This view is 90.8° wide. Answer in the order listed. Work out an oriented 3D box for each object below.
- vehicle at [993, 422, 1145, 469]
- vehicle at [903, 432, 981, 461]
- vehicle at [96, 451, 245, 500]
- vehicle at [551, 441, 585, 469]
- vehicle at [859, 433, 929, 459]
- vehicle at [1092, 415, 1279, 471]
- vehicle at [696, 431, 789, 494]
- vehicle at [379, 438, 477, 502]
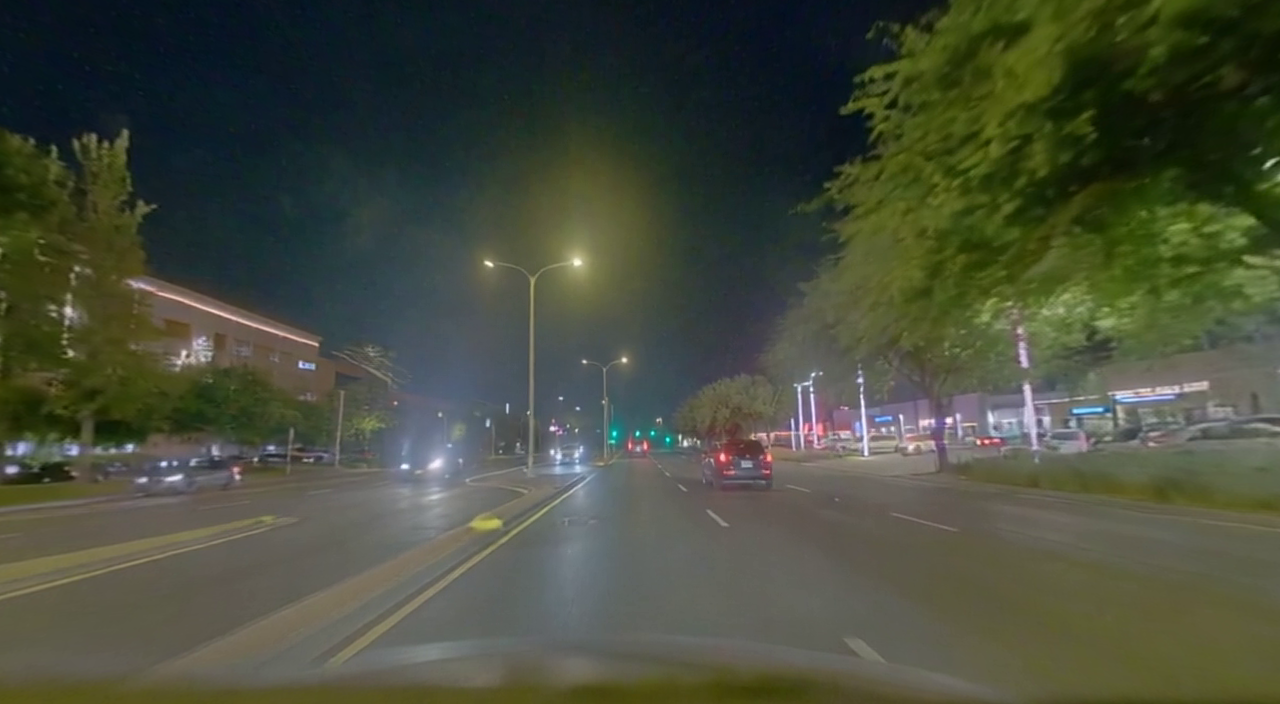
[{"bbox_3d":[16.981,3.749,25.429,2.280,1.699,5.098,0,-8,-4],"label":"vehicle"},{"bbox_3d":[18.727,5.835,39.124,4.524,1.653,2.109,5,-10,-30],"label":"vehicle"},{"bbox_3d":[-17.022,4.443,23.269,1.947,1.504,4.672,-1,-8,0],"label":"vehicle"},{"bbox_3d":[-4.375,6.189,37.940,1.905,1.471,4.302,-1,-9,-8],"label":"vehicle"},{"bbox_3d":[18.023,6.664,44.817,4.446,1.692,2.184,4,-9,-28],"label":"vehicle"},{"bbox_3d":[17.219,2.922,20.271,1.779,1.505,4.847,-2,-9,-1],"label":"vehicle"},{"bbox_3d":[2.968,3.307,19.321,1.963,1.677,4.229,0,-8,-2],"label":"vehicle"},{"bbox_3d":[-6.103,3.233,17.875,2.053,1.555,4.296,4,-9,-25],"label":"vehicle"}]
